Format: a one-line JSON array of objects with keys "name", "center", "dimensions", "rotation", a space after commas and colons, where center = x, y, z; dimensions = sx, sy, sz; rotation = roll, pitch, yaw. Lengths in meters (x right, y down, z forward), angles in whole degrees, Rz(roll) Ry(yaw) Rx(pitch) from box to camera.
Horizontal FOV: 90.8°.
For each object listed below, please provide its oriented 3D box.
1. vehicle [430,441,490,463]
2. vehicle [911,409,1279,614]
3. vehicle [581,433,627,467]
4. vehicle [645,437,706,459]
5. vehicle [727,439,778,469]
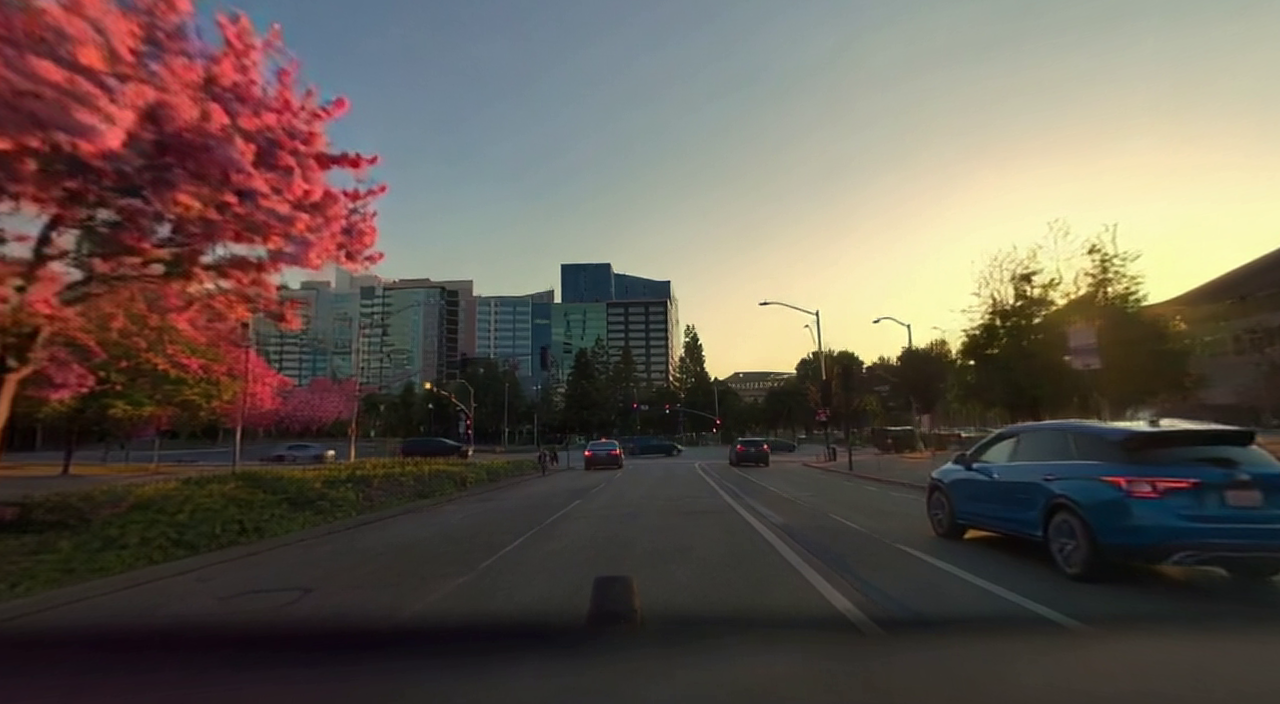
[{"name": "vehicle", "center": [-13.928, 7.776, 49.129], "dimensions": [4.089, 1.588, 1.808], "rotation": [-1, -9, 2]}, {"name": "vehicle", "center": [4.898, 1.513, 6.904], "dimensions": [2.019, 1.518, 4.285], "rotation": [0, -9, 1]}, {"name": "vehicle", "center": [-1.891, 5.353, 34.501], "dimensions": [1.995, 1.703, 4.367], "rotation": [-1, -9, 4]}, {"name": "vehicle", "center": [2.664, 7.311, 48.059], "dimensions": [4.520, 1.640, 1.825], "rotation": [-1, -9, 3]}, {"name": "vehicle", "center": [5.830, 5.344, 33.292], "dimensions": [2.007, 1.466, 4.291], "rotation": [-1, -9, 2]}]
